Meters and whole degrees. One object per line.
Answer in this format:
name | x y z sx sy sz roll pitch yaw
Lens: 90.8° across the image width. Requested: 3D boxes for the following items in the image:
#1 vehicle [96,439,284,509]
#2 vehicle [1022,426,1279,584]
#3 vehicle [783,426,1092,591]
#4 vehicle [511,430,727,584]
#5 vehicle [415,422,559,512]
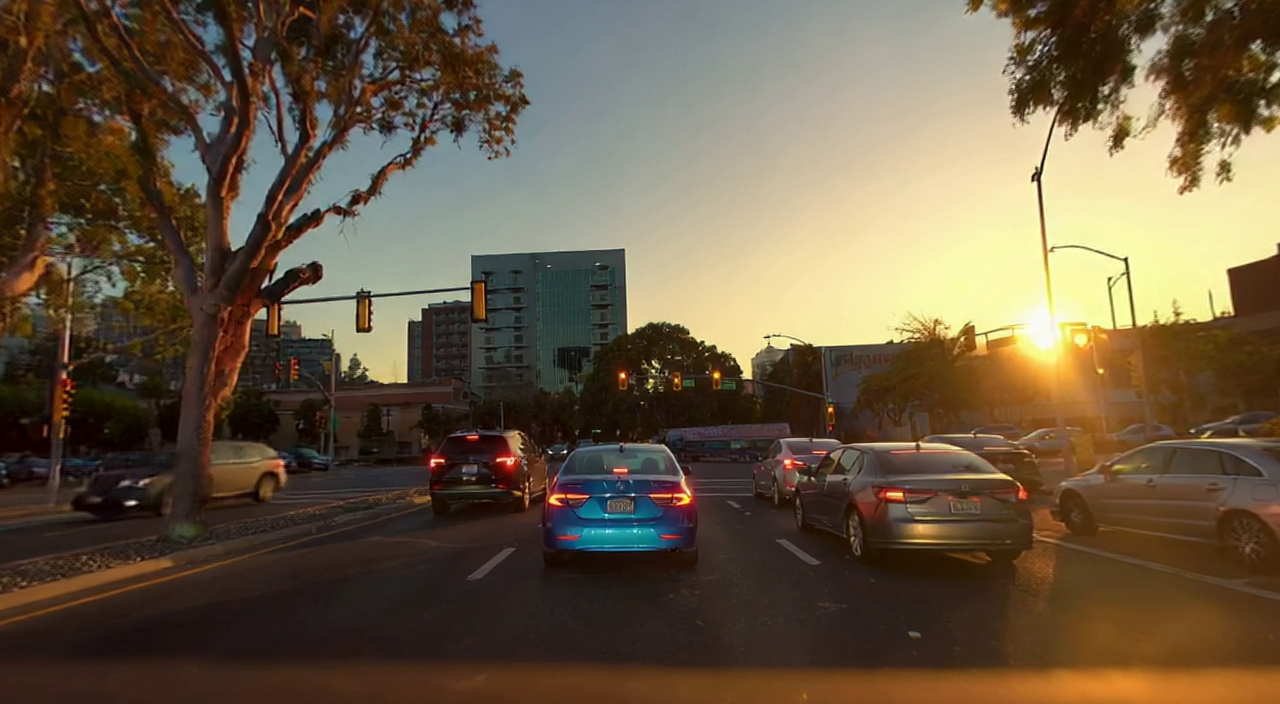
vehicle | -12.296 3.322 17.737 1.959 1.704 4.410 0 -8 1
vehicle | 7.190 1.735 7.821 2.004 1.508 4.646 0 -8 0
vehicle | 3.238 1.759 8.001 2.020 1.513 4.120 0 -8 2
vehicle | -0.176 1.801 8.162 2.098 1.477 3.897 0 -8 1
vehicle | -3.431 2.709 15.403 2.160 1.823 5.115 0 -8 1
